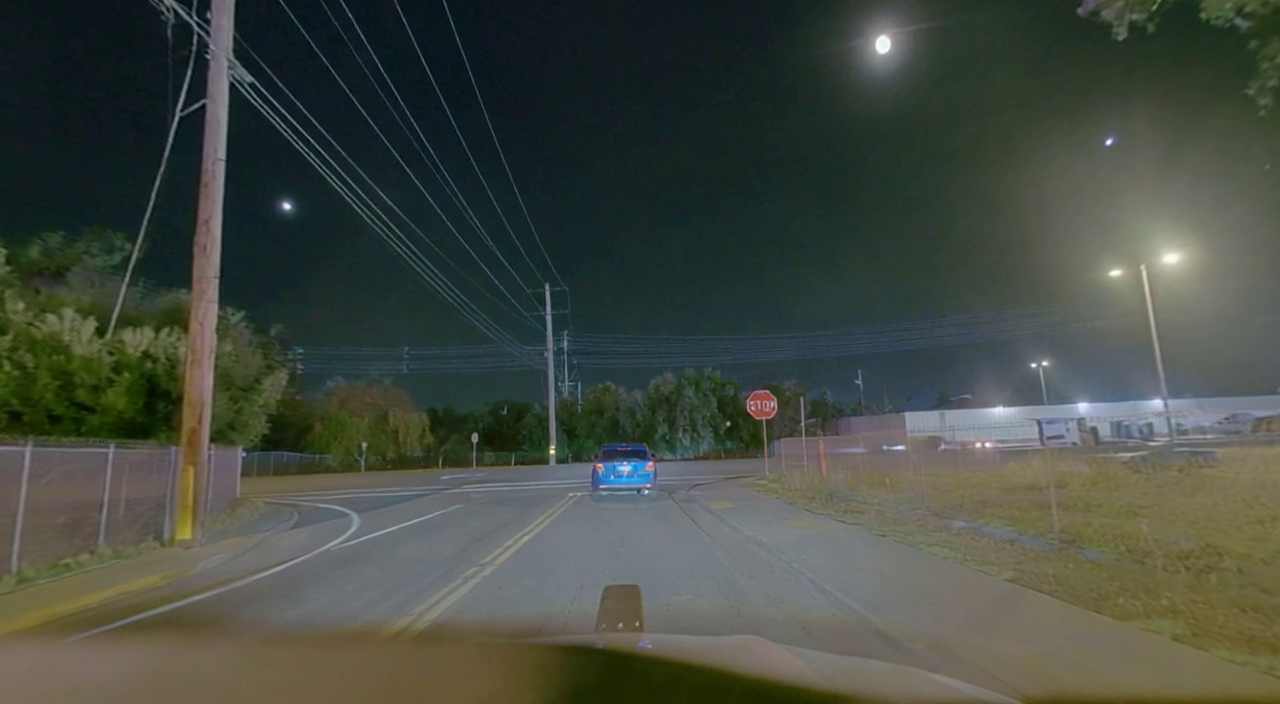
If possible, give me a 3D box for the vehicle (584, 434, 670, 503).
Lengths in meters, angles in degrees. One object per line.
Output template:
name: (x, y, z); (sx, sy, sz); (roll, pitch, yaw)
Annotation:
vehicle: (-0.446, 3.211, 17.929); (2.137, 1.698, 4.166); (0, -8, -3)
